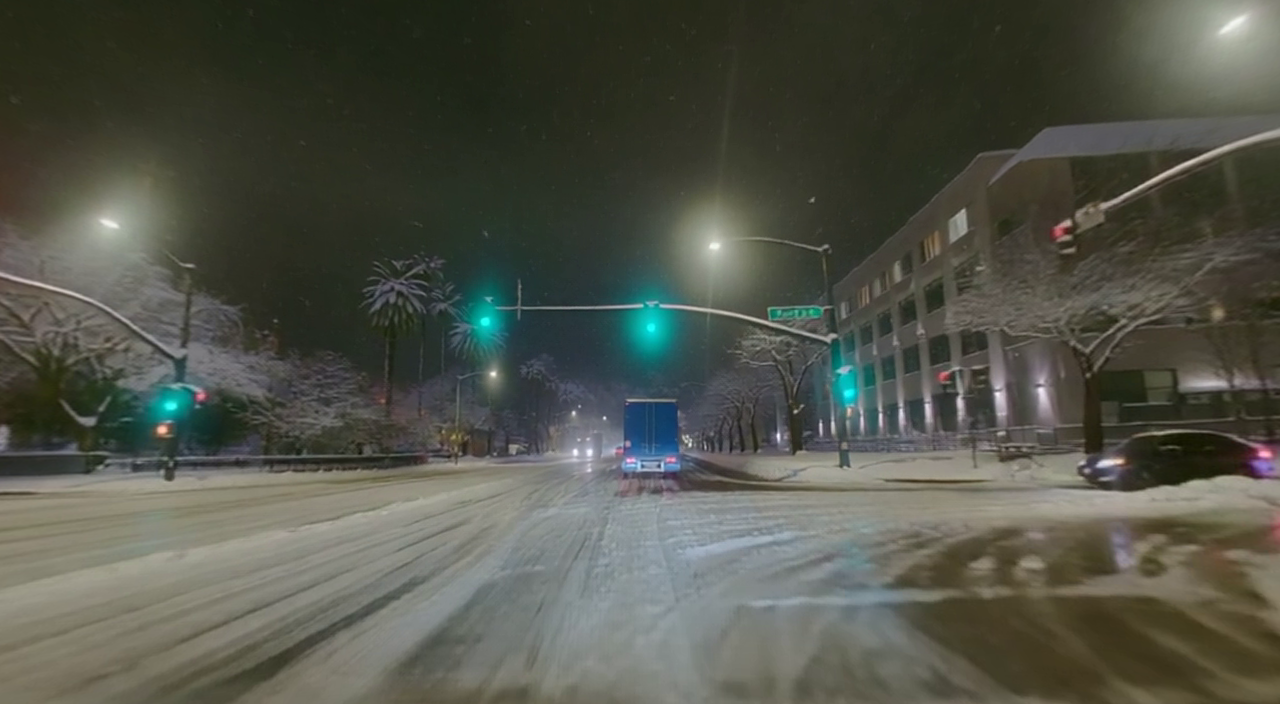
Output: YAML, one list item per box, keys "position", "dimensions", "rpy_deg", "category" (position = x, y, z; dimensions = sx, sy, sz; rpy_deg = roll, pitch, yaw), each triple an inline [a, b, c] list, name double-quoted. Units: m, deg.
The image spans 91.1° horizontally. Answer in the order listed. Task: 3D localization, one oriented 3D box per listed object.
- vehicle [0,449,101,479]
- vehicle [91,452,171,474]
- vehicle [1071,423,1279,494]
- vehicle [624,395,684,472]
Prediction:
- position: [-36.855, 6.936, 39.000]
  dimensions: [4.812, 1.727, 2.027]
  rpy_deg: [0, -9, 1]
  category: "vehicle"
- position: [-36.312, 7.898, 44.839]
  dimensions: [4.069, 1.505, 1.980]
  rpy_deg: [0, -9, 3]
  category: "vehicle"
- position: [13.632, 2.621, 15.608]
  dimensions: [4.270, 1.520, 1.931]
  rpy_deg: [-2, -9, 2]
  category: "vehicle"
- position: [0.548, 5.115, 38.475]
  dimensions: [2.992, 3.949, 11.815]
  rpy_deg: [0, -9, -2]
  category: "vehicle"
